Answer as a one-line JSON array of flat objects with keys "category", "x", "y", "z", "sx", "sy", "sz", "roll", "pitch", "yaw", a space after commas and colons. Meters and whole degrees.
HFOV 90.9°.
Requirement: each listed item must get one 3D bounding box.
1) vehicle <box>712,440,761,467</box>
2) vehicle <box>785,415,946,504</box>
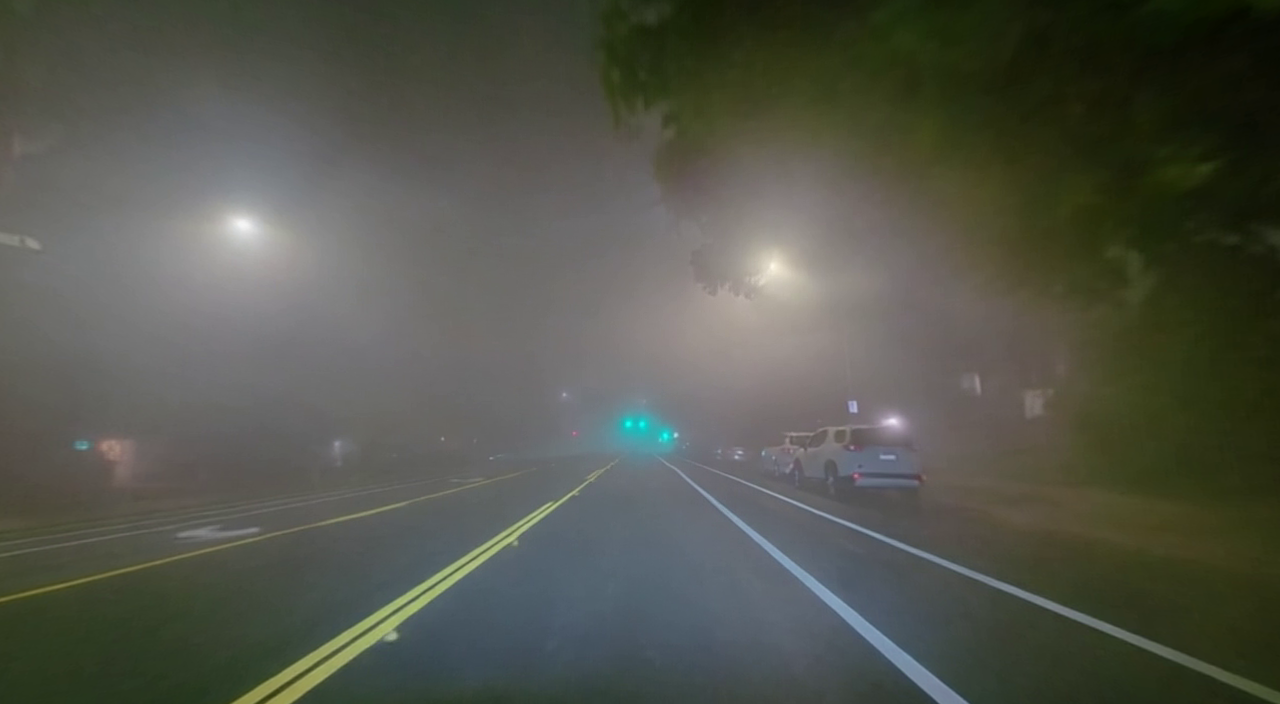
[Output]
[{"category": "vehicle", "x": 5.503, "y": 5.812, "z": 36.372, "sx": 1.935, "sy": 1.453, "sz": 4.488, "roll": 0, "pitch": -8, "yaw": -2}, {"category": "vehicle", "x": 5.124, "y": 2.534, "z": 15.185, "sx": 2.160, "sy": 1.800, "sz": 4.646, "roll": 0, "pitch": -8, "yaw": 1}]
